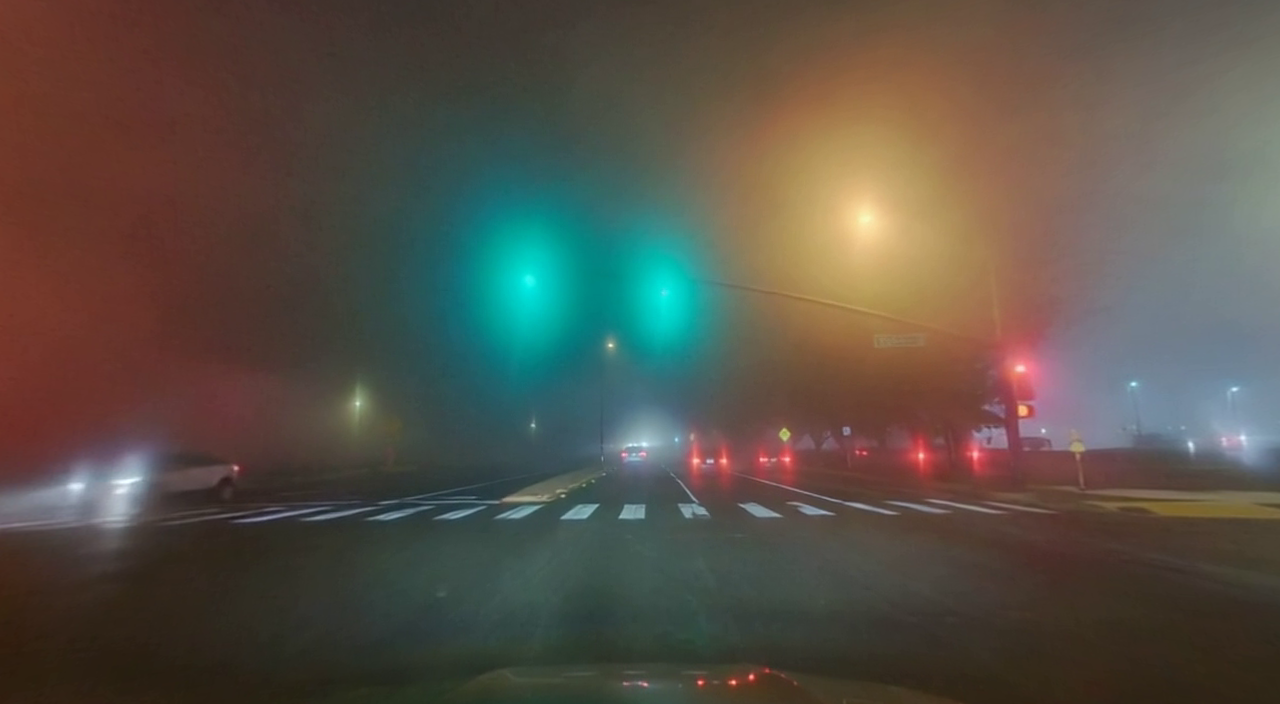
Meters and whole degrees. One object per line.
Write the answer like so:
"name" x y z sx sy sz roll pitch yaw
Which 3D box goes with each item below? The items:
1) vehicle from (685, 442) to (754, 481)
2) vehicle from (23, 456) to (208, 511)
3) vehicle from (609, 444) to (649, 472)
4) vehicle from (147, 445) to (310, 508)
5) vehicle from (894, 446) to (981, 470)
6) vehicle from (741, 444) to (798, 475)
"vehicle" 3.252 4.604 26.864 2.226 1.490 4.593 0 -8 -2
"vehicle" -16.429 4.092 20.172 2.075 1.465 4.443 0 -8 0
"vehicle" -0.642 6.105 36.639 2.143 1.480 4.006 0 -8 -1
"vehicle" -12.347 3.718 19.409 2.004 1.669 4.487 0 -8 0
"vehicle" 19.435 6.941 41.423 4.712 1.460 1.893 0 -9 -3
"vehicle" 6.564 5.472 32.524 1.861 1.473 4.393 0 -8 -2
